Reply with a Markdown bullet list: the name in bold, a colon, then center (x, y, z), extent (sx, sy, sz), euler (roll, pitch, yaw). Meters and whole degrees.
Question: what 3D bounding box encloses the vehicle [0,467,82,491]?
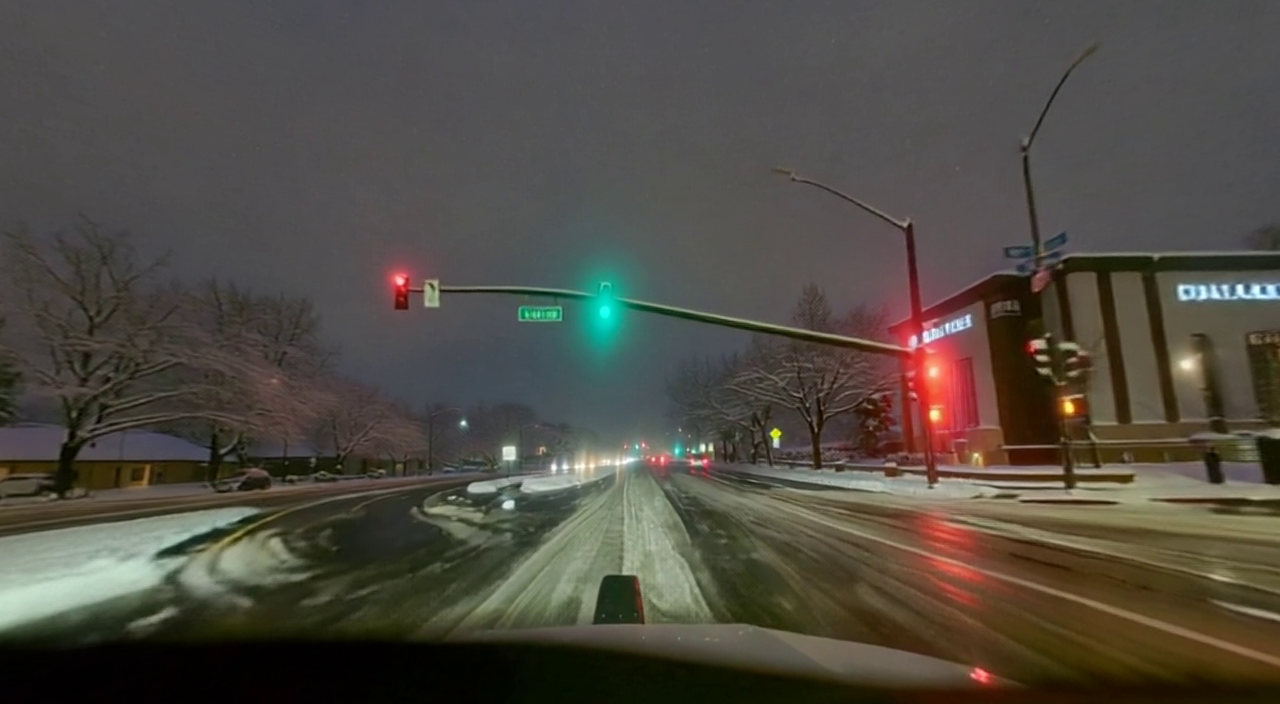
- **vehicle**: center (-41.571, 8.677, 43.247), extent (4.710, 1.453, 1.928), euler (0, -8, -2)
